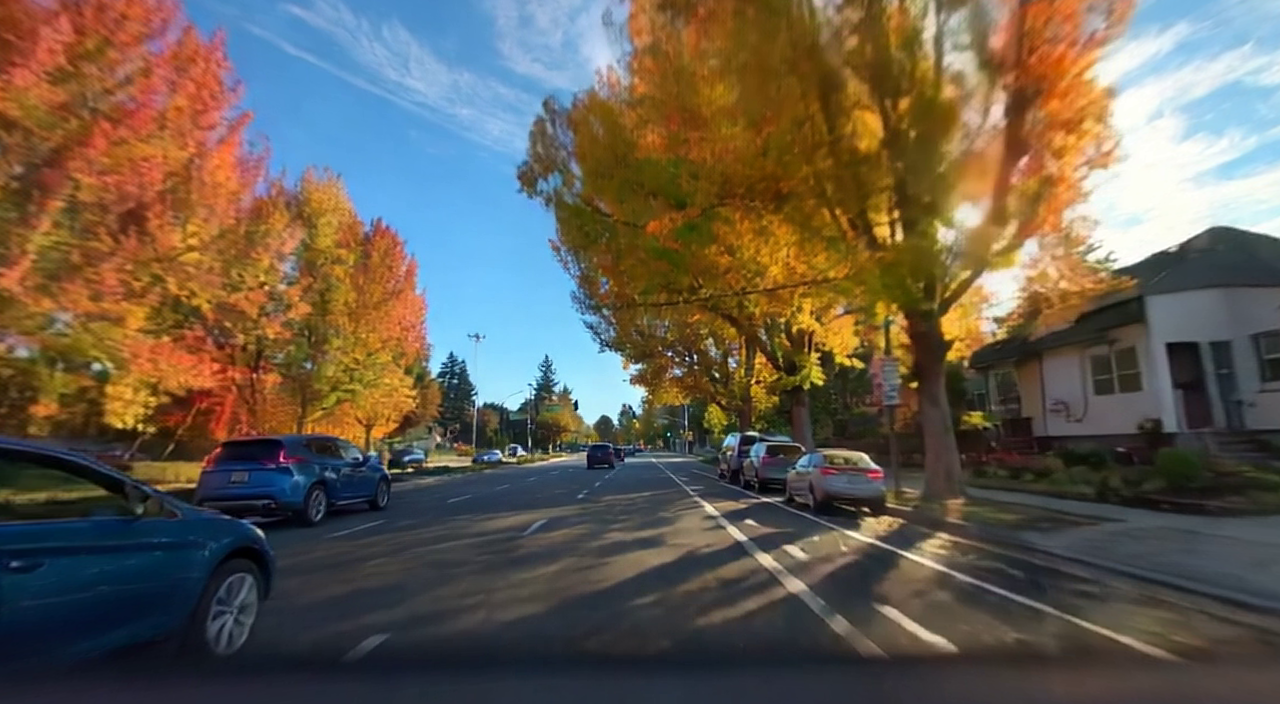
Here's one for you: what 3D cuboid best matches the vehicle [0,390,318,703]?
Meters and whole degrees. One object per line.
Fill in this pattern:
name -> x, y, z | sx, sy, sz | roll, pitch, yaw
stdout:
vehicle -> -3.208, 0.843, 1.985 | 1.982, 1.478, 4.465 | 0, -9, 0

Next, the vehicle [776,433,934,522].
vehicle -> 4.599, 2.751, 14.318 | 1.950, 1.668, 4.414 | 1, -9, -1
